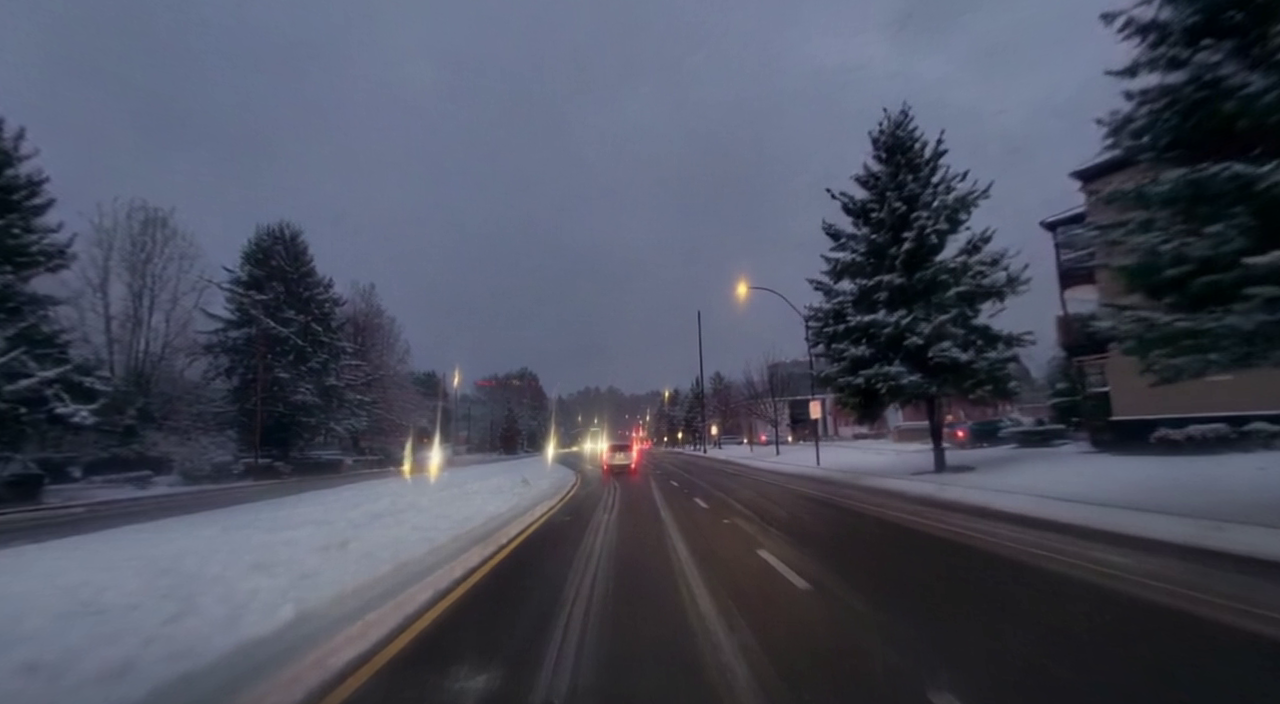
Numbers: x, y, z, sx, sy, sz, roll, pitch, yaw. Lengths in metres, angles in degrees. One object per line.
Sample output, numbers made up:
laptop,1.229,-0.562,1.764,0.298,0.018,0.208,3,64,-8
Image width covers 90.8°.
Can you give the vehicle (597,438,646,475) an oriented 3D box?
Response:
vehicle,-0.890,5.005,30.443,2.181,1.639,4.127,0,-9,-2
